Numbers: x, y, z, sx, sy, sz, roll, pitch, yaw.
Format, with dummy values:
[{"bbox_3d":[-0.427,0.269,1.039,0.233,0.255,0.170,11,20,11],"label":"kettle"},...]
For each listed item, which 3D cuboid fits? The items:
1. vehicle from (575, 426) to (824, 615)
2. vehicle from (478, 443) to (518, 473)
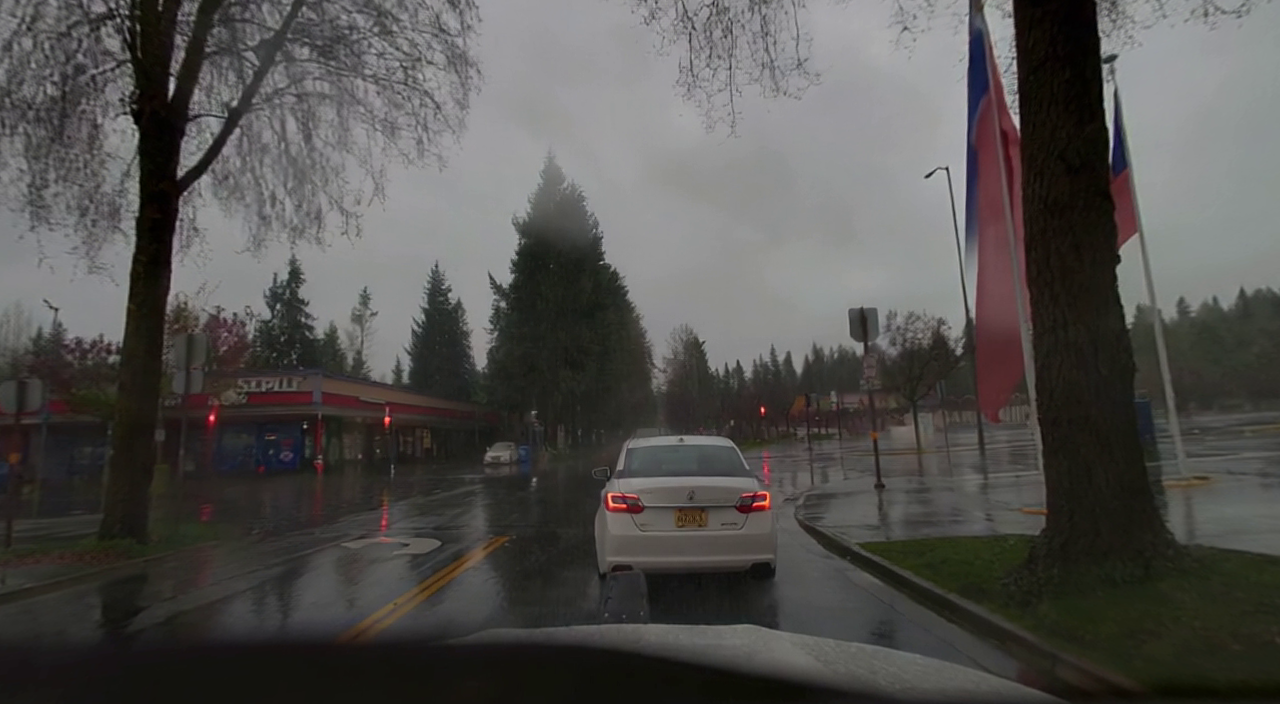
[{"bbox_3d":[0.385,1.621,6.905,1.985,1.463,3.647,0,-9,-3],"label":"vehicle"},{"bbox_3d":[-9.998,7.498,44.749,2.212,1.948,4.537,0,-9,-5],"label":"vehicle"}]
